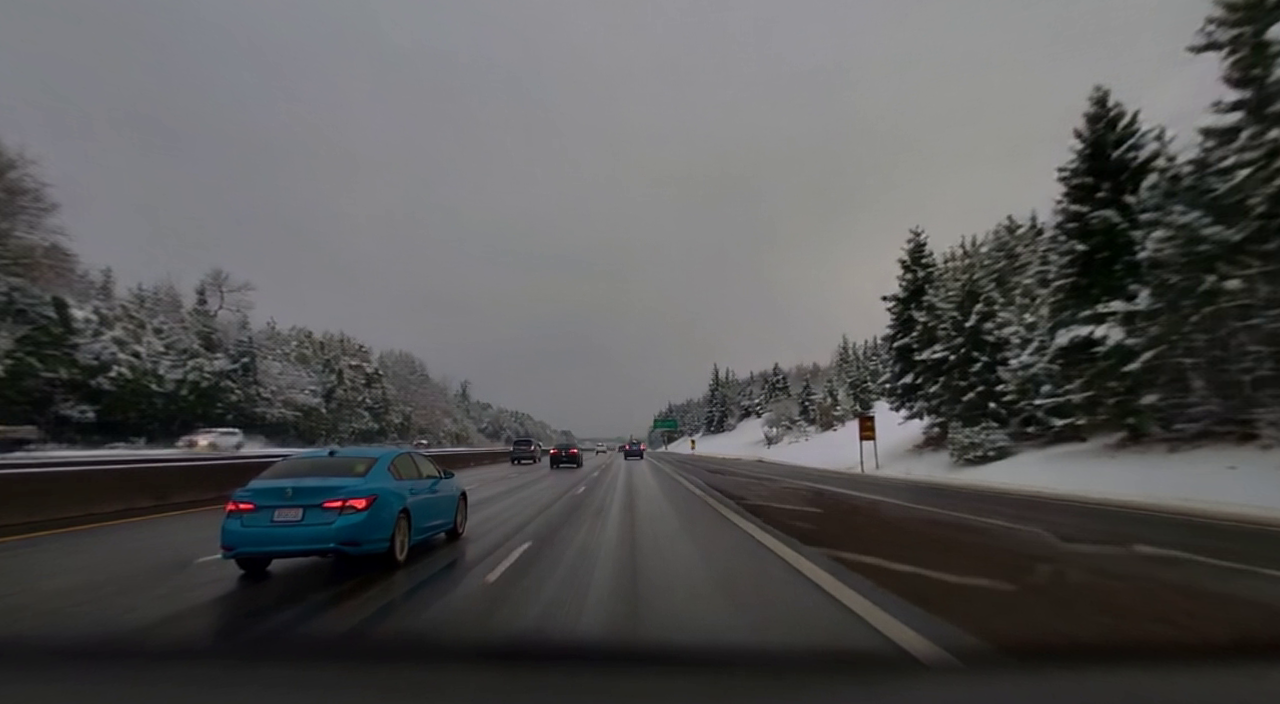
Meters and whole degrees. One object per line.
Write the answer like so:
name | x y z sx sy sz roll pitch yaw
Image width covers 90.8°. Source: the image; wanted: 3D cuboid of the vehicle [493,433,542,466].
vehicle | -7.835 6.285 40.837 2.171 1.982 5.246 0 -8 -1

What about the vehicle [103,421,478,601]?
vehicle | -3.536 1.675 7.628 2.025 1.506 4.429 0 -8 -1

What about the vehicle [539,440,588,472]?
vehicle | -3.845 5.299 32.441 2.068 1.501 4.395 0 -8 -1
